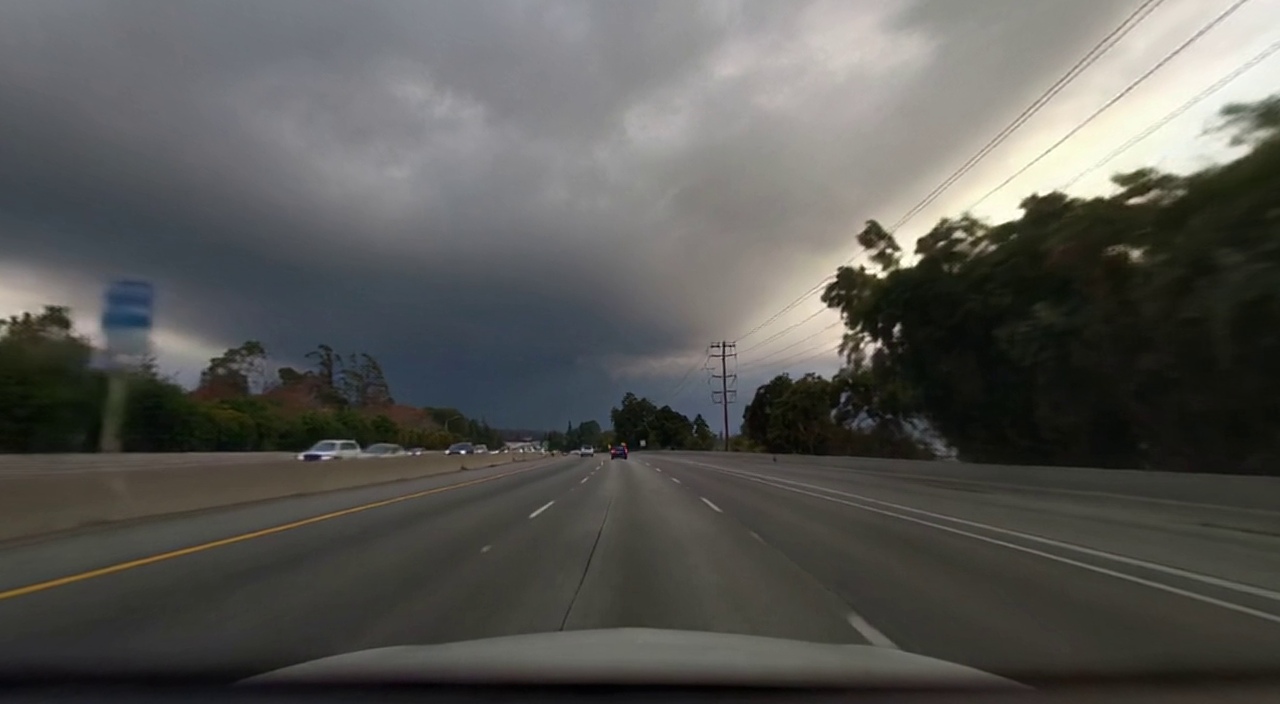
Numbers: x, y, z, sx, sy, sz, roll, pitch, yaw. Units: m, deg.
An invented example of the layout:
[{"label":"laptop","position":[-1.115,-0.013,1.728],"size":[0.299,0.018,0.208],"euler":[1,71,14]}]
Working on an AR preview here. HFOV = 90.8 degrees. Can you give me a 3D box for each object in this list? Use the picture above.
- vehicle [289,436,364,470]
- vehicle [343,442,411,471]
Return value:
[{"label":"vehicle","position":[-18.655,6.029,37.876],"size":[2.078,1.862,4.871],"euler":[0,-8,-1]},{"label":"vehicle","position":[-14.701,5.851,35.608],"size":[1.967,1.478,4.600],"euler":[0,-8,-1]}]
